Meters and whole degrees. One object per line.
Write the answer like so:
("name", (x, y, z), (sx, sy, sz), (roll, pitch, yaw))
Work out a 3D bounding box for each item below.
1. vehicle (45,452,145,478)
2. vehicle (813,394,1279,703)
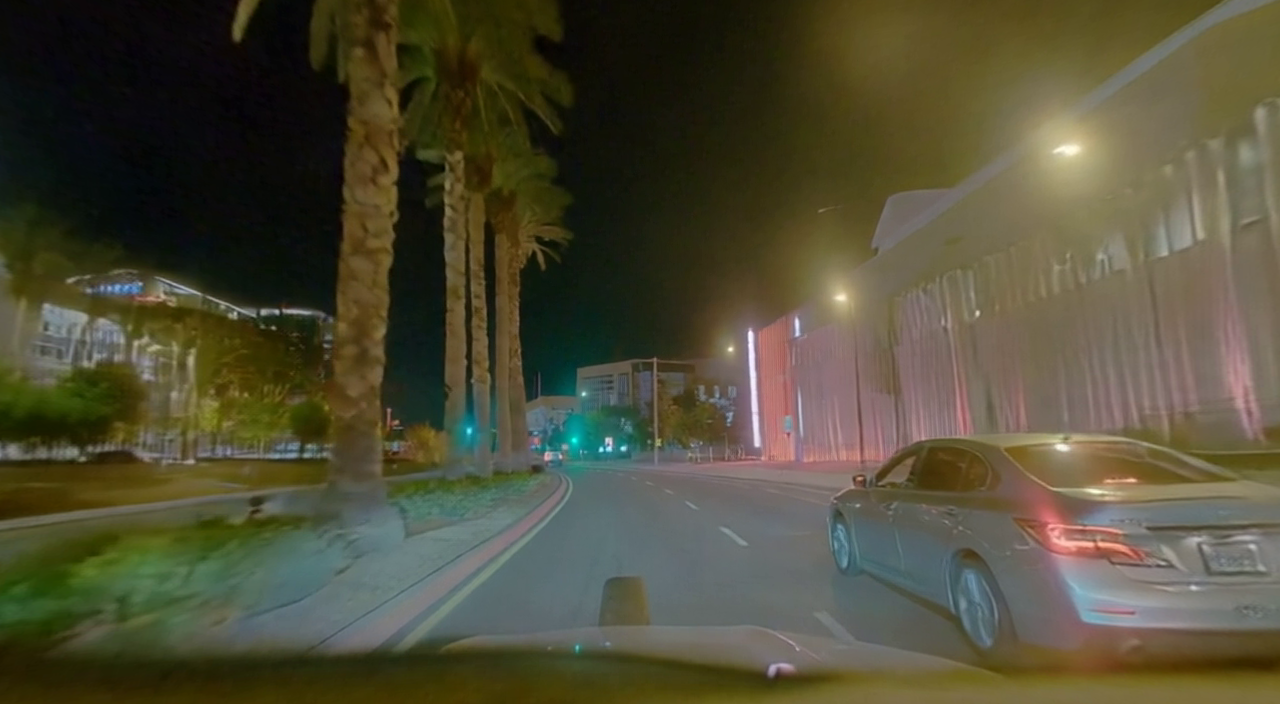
("vehicle", (-37.759, 7.808, 43.886), (2.294, 1.634, 5.499), (0, -8, -3))
("vehicle", (2.978, 1.292, 5.096), (1.867, 1.554, 4.301), (0, -8, -1))
